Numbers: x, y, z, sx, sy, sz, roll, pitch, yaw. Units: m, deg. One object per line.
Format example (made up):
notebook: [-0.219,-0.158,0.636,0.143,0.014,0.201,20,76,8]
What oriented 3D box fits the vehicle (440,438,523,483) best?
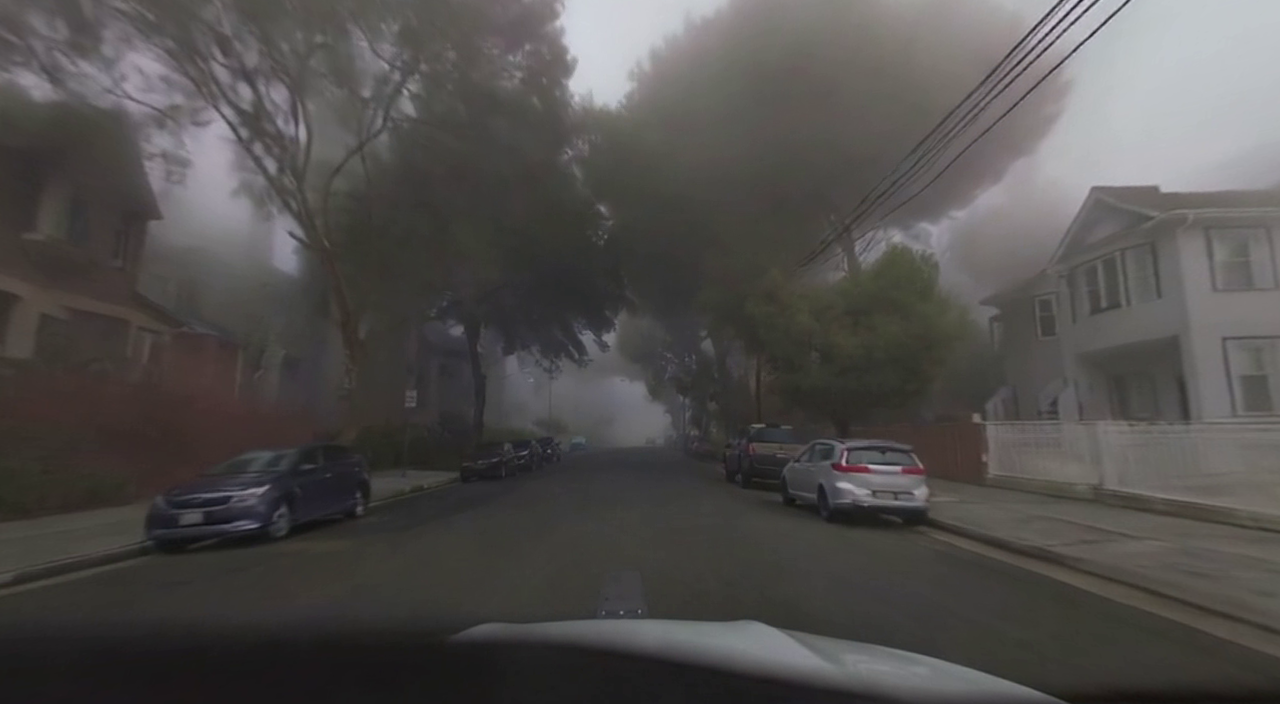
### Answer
vehicle: [-5.755,3.994,23.524,1.998,1.485,4.476,0,-8,-1]

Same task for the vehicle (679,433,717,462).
vehicle: [3.772,6.287,41.629,1.952,1.738,4.518,0,-8,-1]

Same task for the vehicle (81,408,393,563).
vehicle: [-5.906,2.026,10.183,2.106,1.760,4.573,-4,-9,-1]

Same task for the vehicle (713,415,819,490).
vehicle: [3.650,3.046,19.307,2.158,1.977,4.750,0,-8,-1]

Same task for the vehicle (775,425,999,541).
vehicle: [3.739,2.056,10.595,1.968,1.505,4.368,0,-8,0]
